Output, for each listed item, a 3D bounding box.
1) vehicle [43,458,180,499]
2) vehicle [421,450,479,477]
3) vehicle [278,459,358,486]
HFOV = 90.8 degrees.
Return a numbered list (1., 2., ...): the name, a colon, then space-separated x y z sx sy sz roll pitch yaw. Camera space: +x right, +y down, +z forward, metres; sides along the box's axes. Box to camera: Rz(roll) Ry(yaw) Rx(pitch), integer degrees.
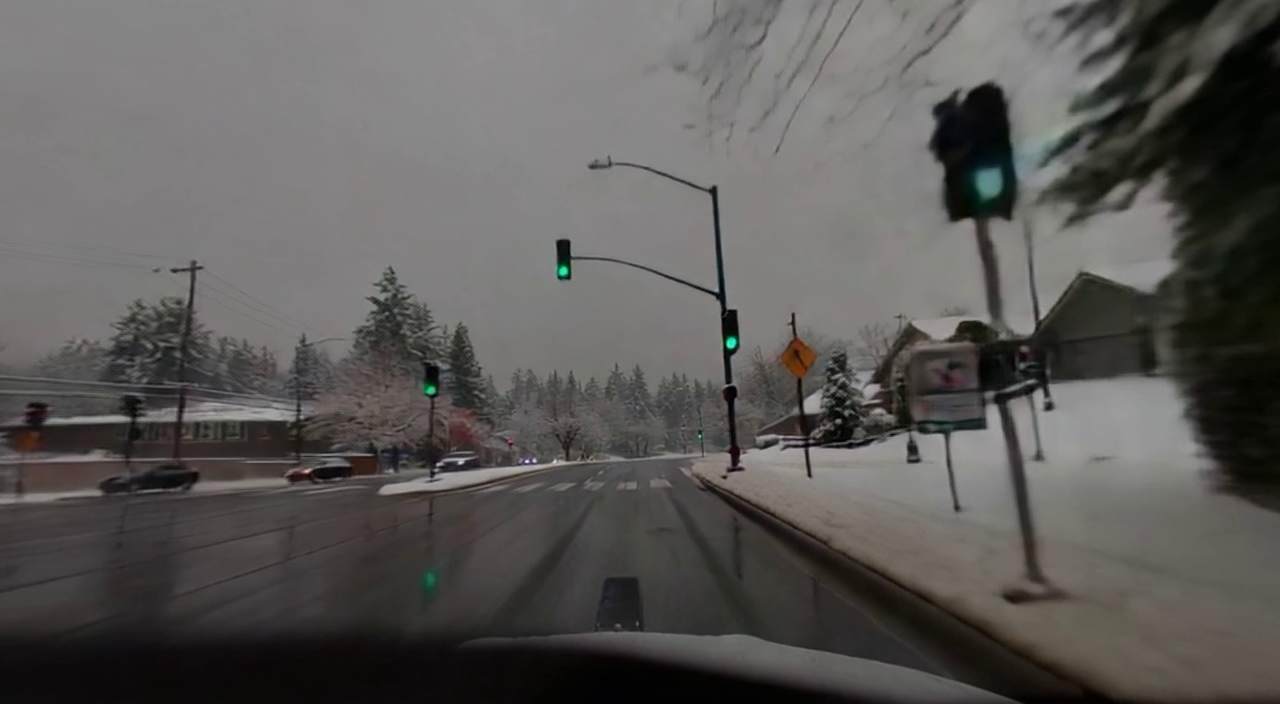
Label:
1. vehicle: -26.424 6.289 31.783 1.907 1.766 4.804 -5 -10 30
2. vehicle: -13.559 7.938 45.432 2.106 1.782 4.974 -1 -9 7
3. vehicle: -21.061 7.888 41.496 1.862 1.529 4.370 -4 -9 24
